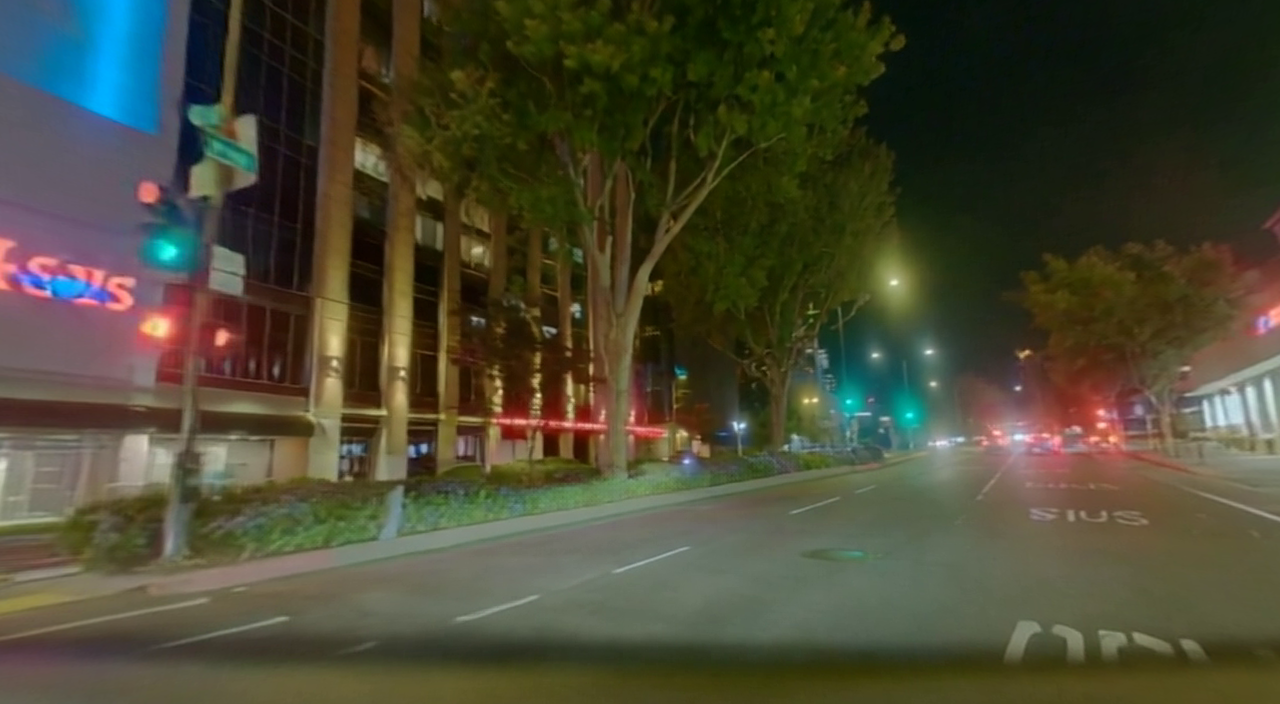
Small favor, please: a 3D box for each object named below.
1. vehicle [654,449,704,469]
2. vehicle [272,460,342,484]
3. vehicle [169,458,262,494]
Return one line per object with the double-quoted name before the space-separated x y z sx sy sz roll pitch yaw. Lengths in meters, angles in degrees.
"vehicle" 3.064 8.158 48.270 1.840 1.440 4.442 -7 -11 32
"vehicle" -24.333 8.751 46.250 1.689 1.534 4.158 -10 -14 33
"vehicle" -20.423 5.935 30.360 3.994 1.471 1.956 -4 -14 30
